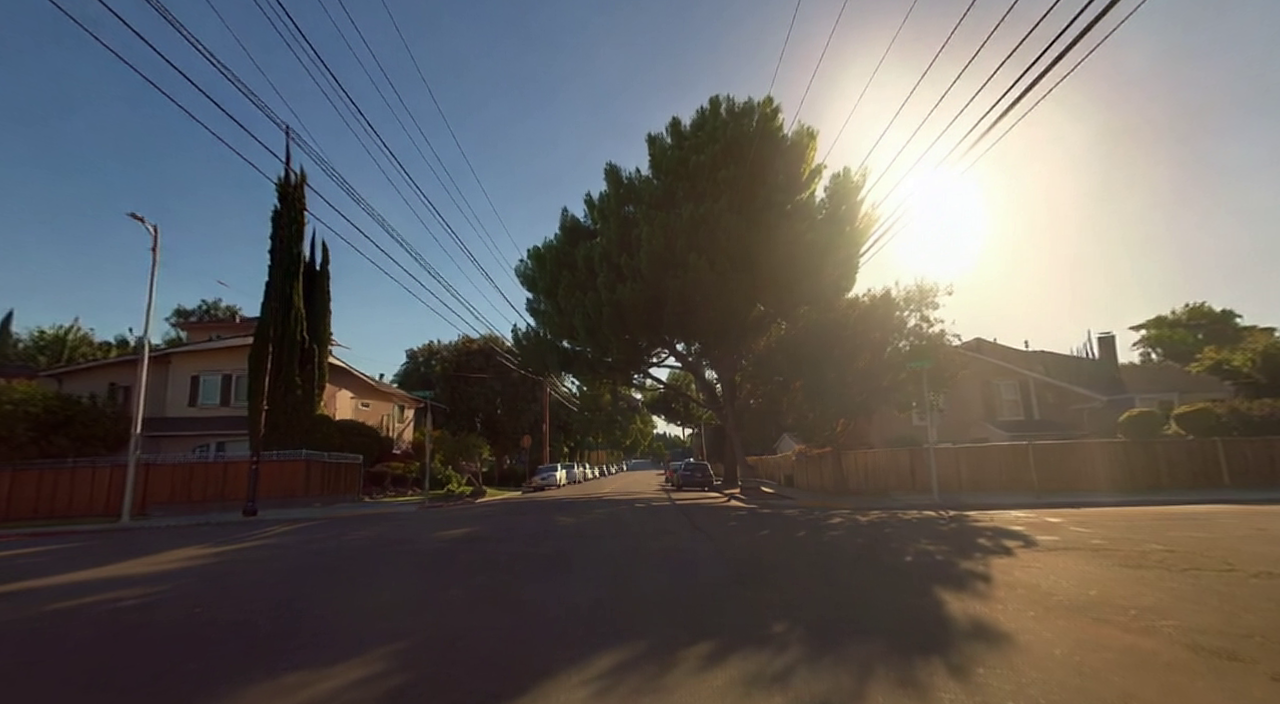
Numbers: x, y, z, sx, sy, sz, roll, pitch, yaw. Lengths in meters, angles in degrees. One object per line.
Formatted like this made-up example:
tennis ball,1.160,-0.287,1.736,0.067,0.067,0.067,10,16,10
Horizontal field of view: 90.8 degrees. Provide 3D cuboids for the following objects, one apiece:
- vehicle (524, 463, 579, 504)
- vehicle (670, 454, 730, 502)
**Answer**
vehicle,-4.310,6.499,31.594,2.189,1.771,4.571,0,-9,-1
vehicle,2.572,5.524,28.092,2.051,1.874,4.459,0,-8,-2
